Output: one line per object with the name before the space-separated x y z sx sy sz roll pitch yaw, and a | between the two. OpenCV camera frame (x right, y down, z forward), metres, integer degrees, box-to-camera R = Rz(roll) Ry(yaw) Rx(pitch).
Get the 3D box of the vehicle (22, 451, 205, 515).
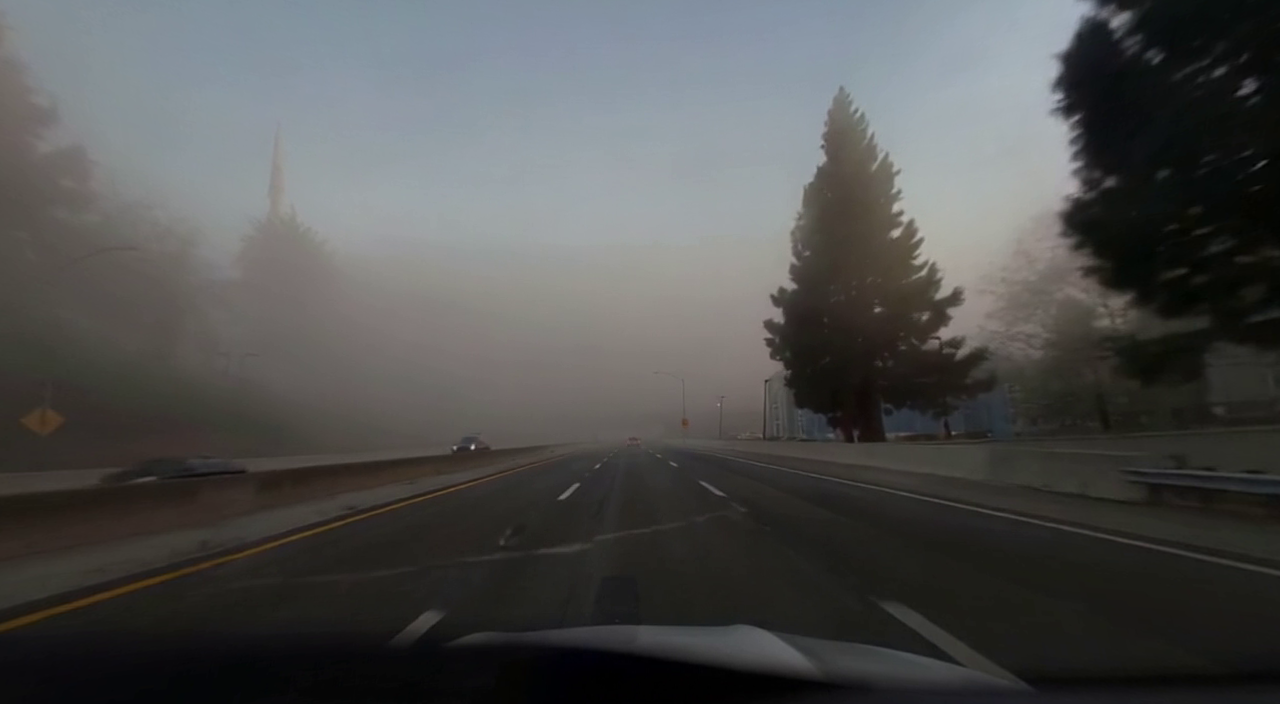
vehicle | -14.949 3.689 18.212 1.929 1.462 3.936 -3 -8 -1
